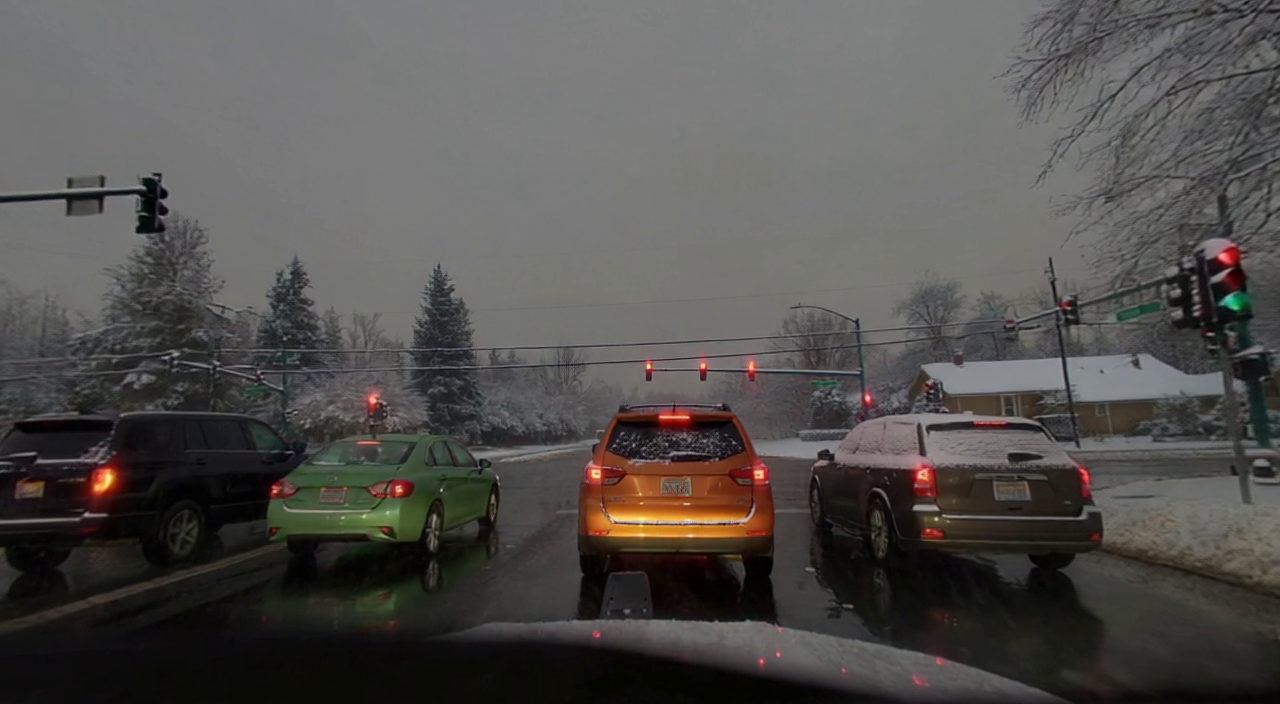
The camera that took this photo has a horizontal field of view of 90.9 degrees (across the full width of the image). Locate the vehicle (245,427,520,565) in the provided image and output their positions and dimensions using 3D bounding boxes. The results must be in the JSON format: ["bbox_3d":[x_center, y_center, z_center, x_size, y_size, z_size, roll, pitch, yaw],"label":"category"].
[{"bbox_3d":[-3.241,1.889,9.107,1.885,1.475,4.359,-1,-8,4],"label":"vehicle"}]

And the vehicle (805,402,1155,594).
[{"bbox_3d":[3.525,1.590,7.748,2.047,1.638,4.395,-1,-8,4],"label":"vehicle"}]

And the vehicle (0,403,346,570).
[{"bbox_3d":[-6.638,1.821,9.341,2.075,1.796,4.785,0,-8,2],"label":"vehicle"}]

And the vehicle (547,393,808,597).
[{"bbox_3d":[0.393,1.519,7.495,2.198,1.708,4.170,0,-8,2],"label":"vehicle"}]
